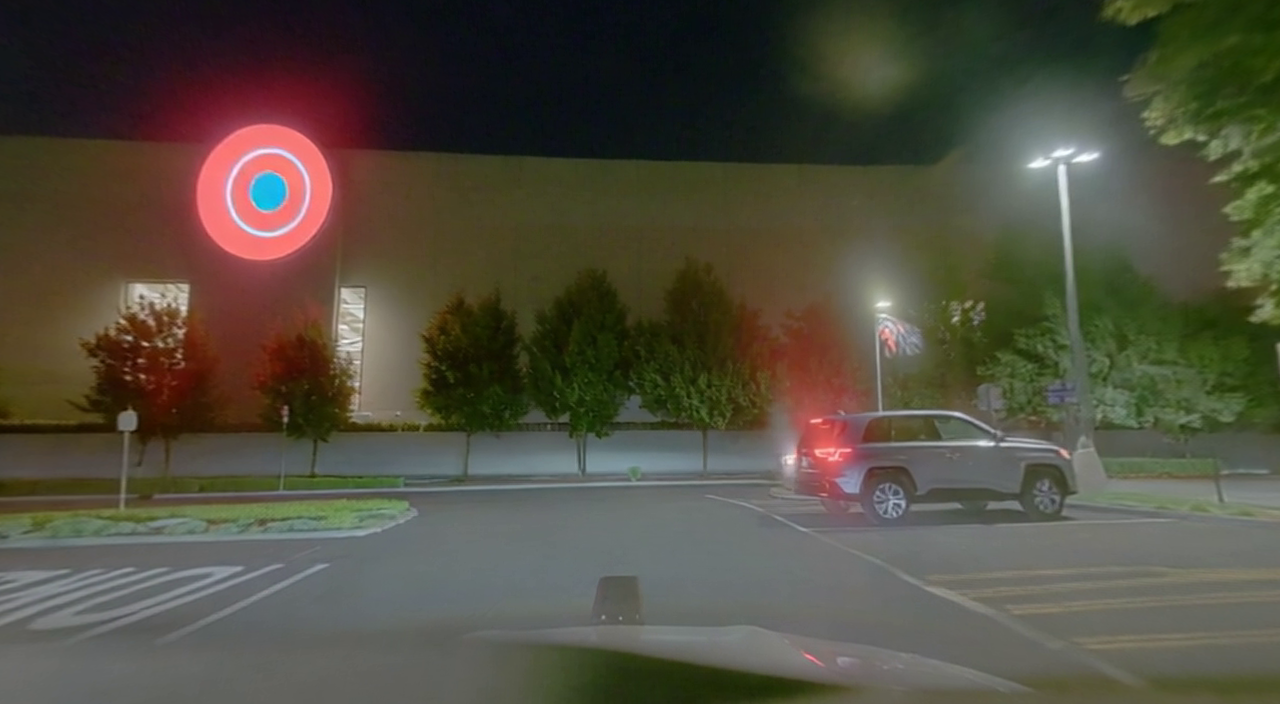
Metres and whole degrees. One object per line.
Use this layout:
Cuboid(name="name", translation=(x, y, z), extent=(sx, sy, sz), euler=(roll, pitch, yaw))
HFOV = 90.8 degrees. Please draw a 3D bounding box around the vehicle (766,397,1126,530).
Cuboid(name="vehicle", translation=(4.909, 1.815, 10.742), extent=(4.864, 1.916, 2.413), euler=(0, -8, -7))
